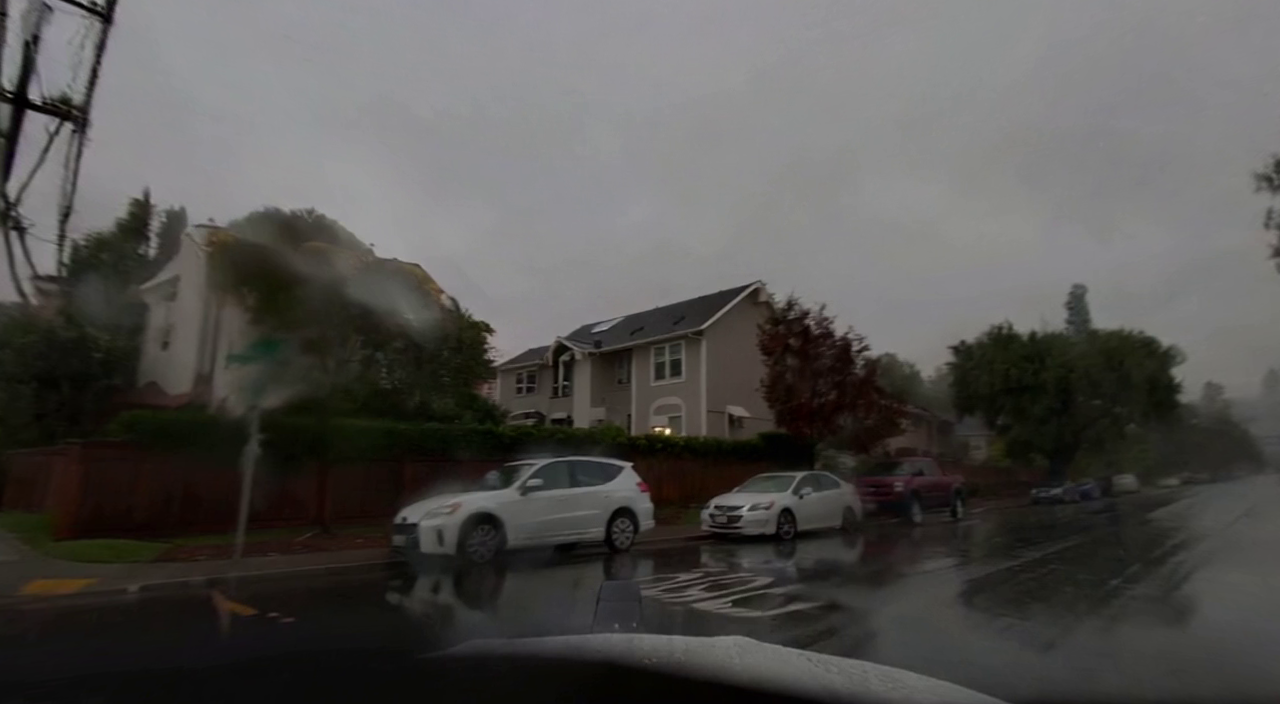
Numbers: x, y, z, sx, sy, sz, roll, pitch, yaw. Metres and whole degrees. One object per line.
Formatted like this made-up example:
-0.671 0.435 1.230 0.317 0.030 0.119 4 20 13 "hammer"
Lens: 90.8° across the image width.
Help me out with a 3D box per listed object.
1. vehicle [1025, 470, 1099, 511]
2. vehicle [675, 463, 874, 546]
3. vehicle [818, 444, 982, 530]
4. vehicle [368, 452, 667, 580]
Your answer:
20.325 6.555 30.345 1.971 1.648 4.638 -9 -12 44 "vehicle"
2.936 3.128 13.271 4.407 1.427 1.823 11 -16 -42 "vehicle"
7.241 3.678 17.396 4.814 1.995 2.194 10 -16 -42 "vehicle"
-1.585 2.289 9.214 3.885 1.437 1.754 12 -16 -43 "vehicle"
